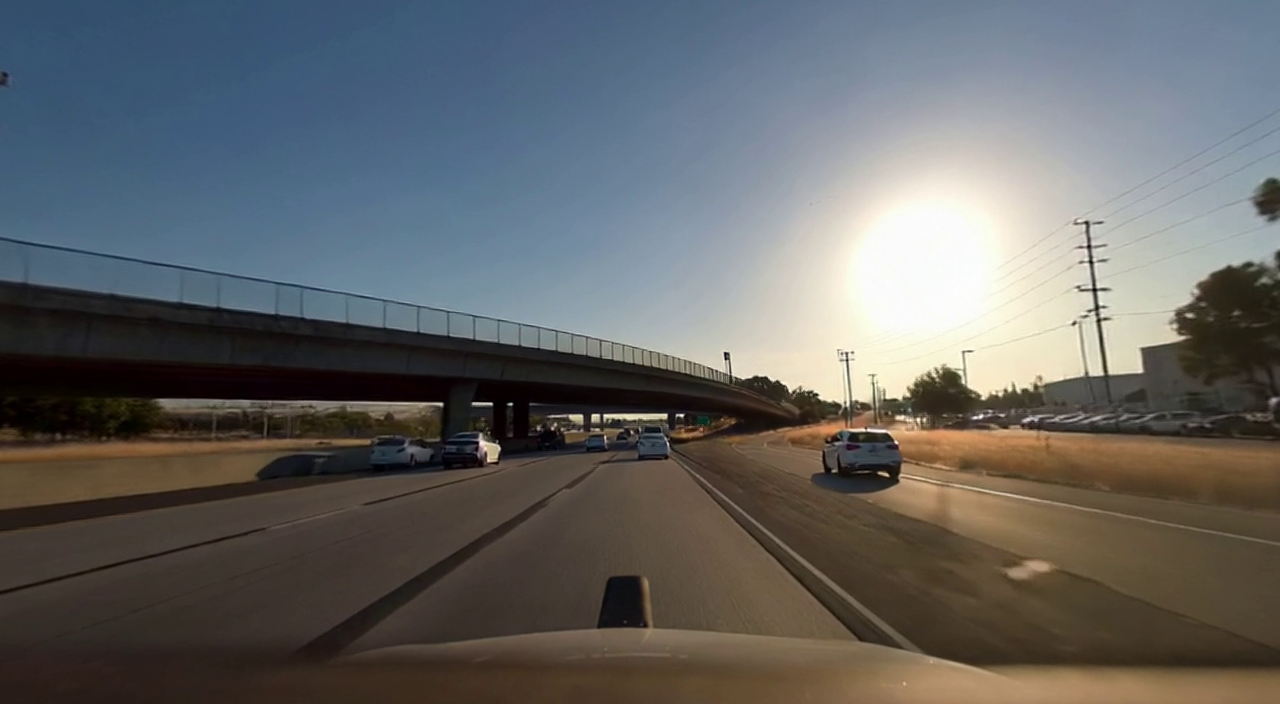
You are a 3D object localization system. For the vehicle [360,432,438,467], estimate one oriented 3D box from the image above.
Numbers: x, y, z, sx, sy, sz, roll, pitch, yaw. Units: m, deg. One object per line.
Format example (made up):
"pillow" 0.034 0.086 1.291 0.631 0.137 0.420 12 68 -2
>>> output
"vehicle" -11.358 4.647 30.125 1.858 1.491 4.734 0 -9 0

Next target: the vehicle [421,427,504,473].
"vehicle" -7.121 3.984 25.765 2.067 1.682 4.388 0 -9 0

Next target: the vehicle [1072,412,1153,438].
"vehicle" 28.902 4.523 38.759 1.797 1.435 4.566 -1 -9 6

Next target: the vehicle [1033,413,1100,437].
"vehicle" 29.679 5.139 44.088 1.842 1.460 4.810 -1 -9 8

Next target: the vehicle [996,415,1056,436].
"vehicle" 30.255 5.827 49.662 1.926 1.468 5.111 -1 -9 6

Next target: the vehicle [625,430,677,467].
"vehicle" 0.442 4.320 28.239 2.145 1.493 4.146 0 -9 0

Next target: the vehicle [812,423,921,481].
"vehicle" 7.212 3.253 20.695 2.095 1.674 4.530 0 -9 3
